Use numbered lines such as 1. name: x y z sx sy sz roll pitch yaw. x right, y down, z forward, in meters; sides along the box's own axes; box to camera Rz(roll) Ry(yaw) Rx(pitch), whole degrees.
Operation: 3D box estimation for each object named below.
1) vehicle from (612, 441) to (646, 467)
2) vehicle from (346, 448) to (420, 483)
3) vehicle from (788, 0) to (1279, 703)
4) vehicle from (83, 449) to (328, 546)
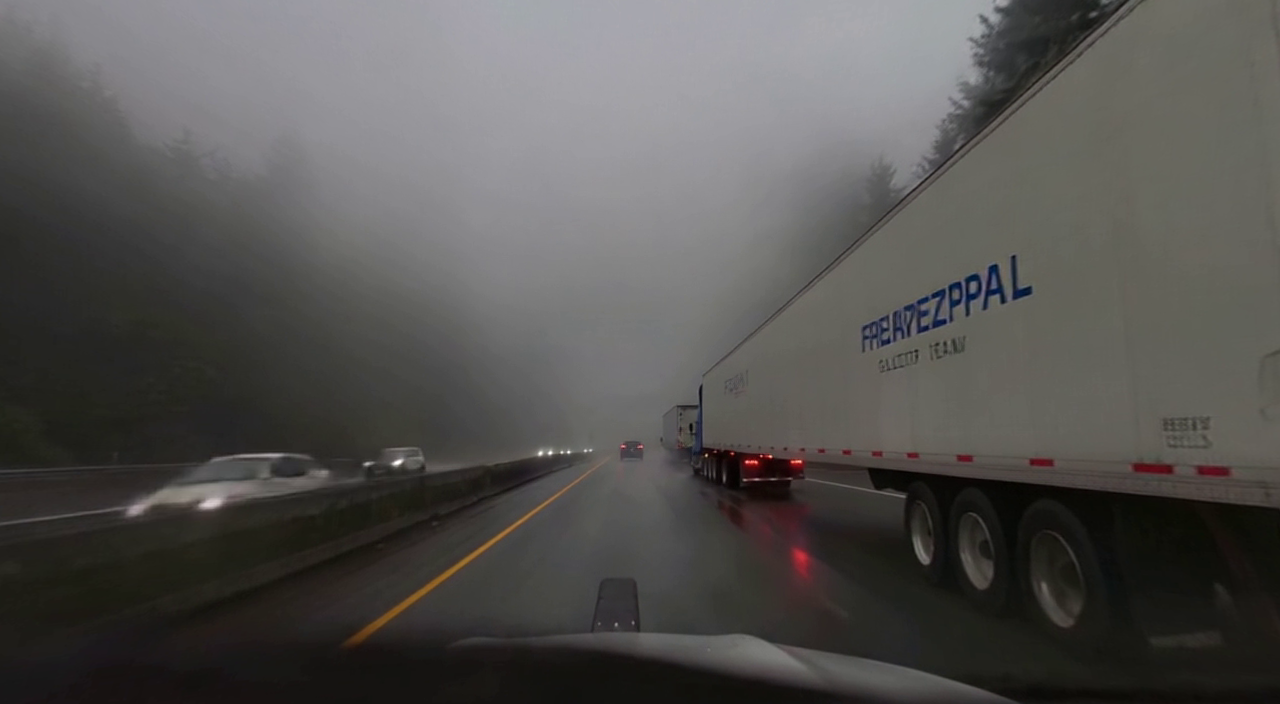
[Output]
1. vehicle: -0.661 6.068 37.662 1.943 1.491 3.459 0 -8 -1
2. vehicle: -12.442 5.488 30.697 1.995 1.524 3.877 -1 -8 -1
3. vehicle: 4.237 0.232 6.796 2.853 4.086 9.078 0 -8 -1
4. vehicle: -8.376 2.776 12.731 1.986 1.522 4.181 -1 -8 -1
